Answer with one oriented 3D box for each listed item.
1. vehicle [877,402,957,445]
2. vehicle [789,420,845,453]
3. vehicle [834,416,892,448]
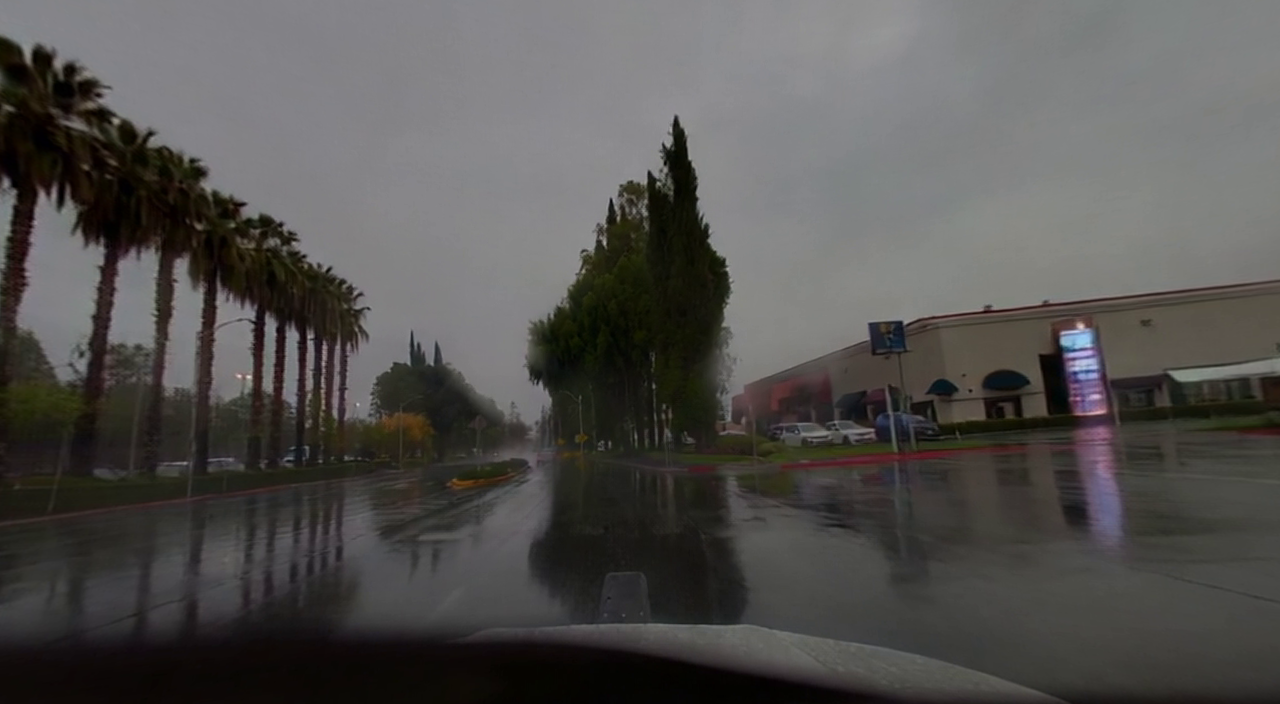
[{"bbox_3d":[15.336,4.071,35.153,2.237,1.962,5.424,-9,-9,5],"label":"vehicle"},{"bbox_3d":[9.857,4.810,35.324,2.196,1.715,4.918,-1,-9,6],"label":"vehicle"},{"bbox_3d":[12.441,4.539,35.311,2.065,1.687,4.584,-1,-9,7],"label":"vehicle"}]
